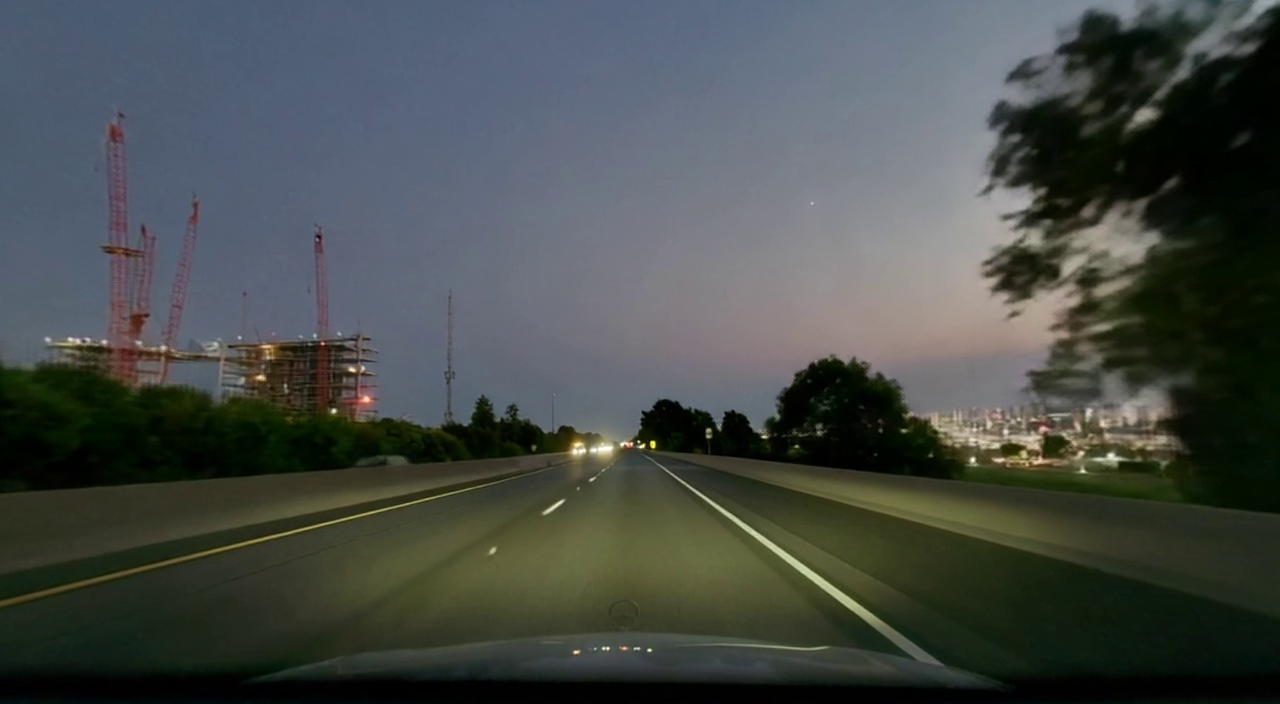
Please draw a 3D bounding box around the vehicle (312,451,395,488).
[{"bbox_3d":[-12.920,5.294,28.753,1.804,1.519,4.128,0,-9,0],"label":"vehicle"}]
